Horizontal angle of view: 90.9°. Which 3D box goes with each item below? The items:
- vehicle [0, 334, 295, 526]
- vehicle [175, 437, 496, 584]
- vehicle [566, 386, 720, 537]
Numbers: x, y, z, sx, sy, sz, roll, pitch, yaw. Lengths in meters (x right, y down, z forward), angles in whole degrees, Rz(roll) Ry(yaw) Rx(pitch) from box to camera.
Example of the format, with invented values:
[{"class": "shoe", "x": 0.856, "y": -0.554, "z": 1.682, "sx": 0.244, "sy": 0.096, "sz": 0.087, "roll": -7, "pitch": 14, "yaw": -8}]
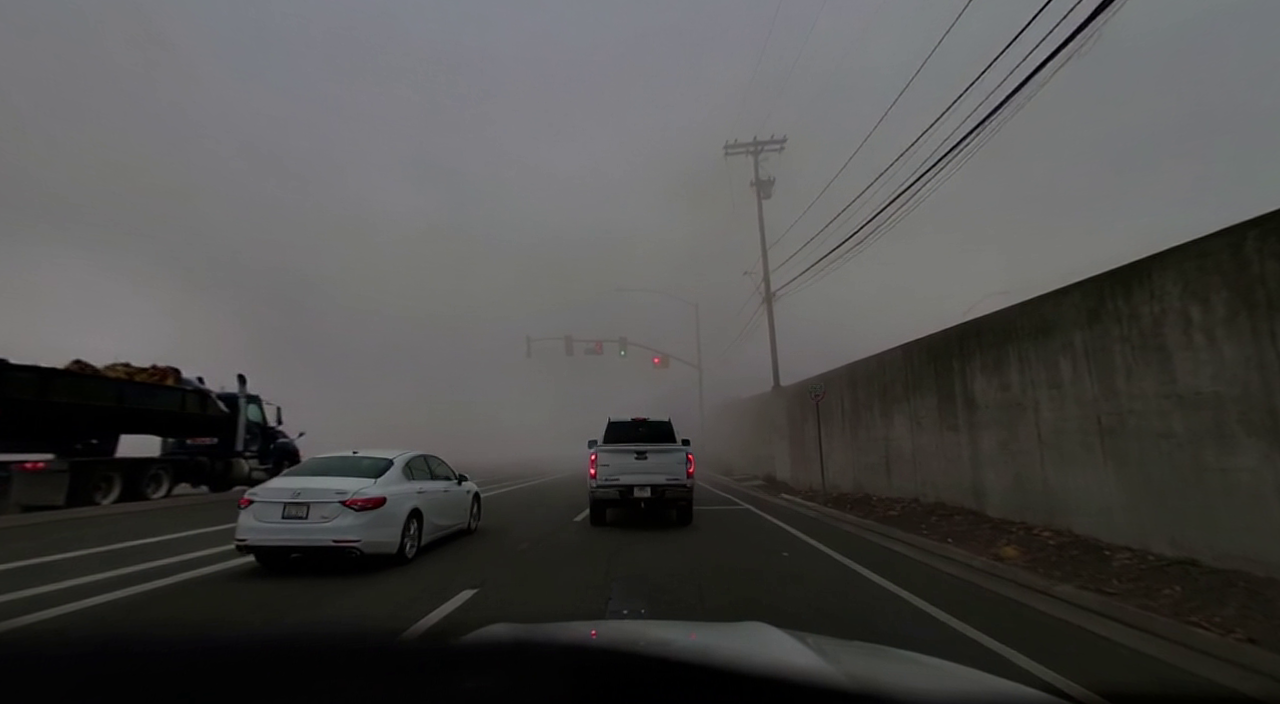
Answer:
[{"class": "vehicle", "x": -13.425, "y": 2.184, "z": 17.055, "sx": 3.016, "sy": 3.847, "sz": 8.707, "roll": 0, "pitch": -8, "yaw": 1}, {"class": "vehicle", "x": -3.703, "y": 1.998, "z": 8.999, "sx": 2.019, "sy": 1.480, "sz": 4.966, "roll": 0, "pitch": -8, "yaw": 1}, {"class": "vehicle", "x": 0.071, "y": 2.084, "z": 12.471, "sx": 2.355, "sy": 2.305, "sz": 5.336, "roll": 0, "pitch": -8, "yaw": 1}]
